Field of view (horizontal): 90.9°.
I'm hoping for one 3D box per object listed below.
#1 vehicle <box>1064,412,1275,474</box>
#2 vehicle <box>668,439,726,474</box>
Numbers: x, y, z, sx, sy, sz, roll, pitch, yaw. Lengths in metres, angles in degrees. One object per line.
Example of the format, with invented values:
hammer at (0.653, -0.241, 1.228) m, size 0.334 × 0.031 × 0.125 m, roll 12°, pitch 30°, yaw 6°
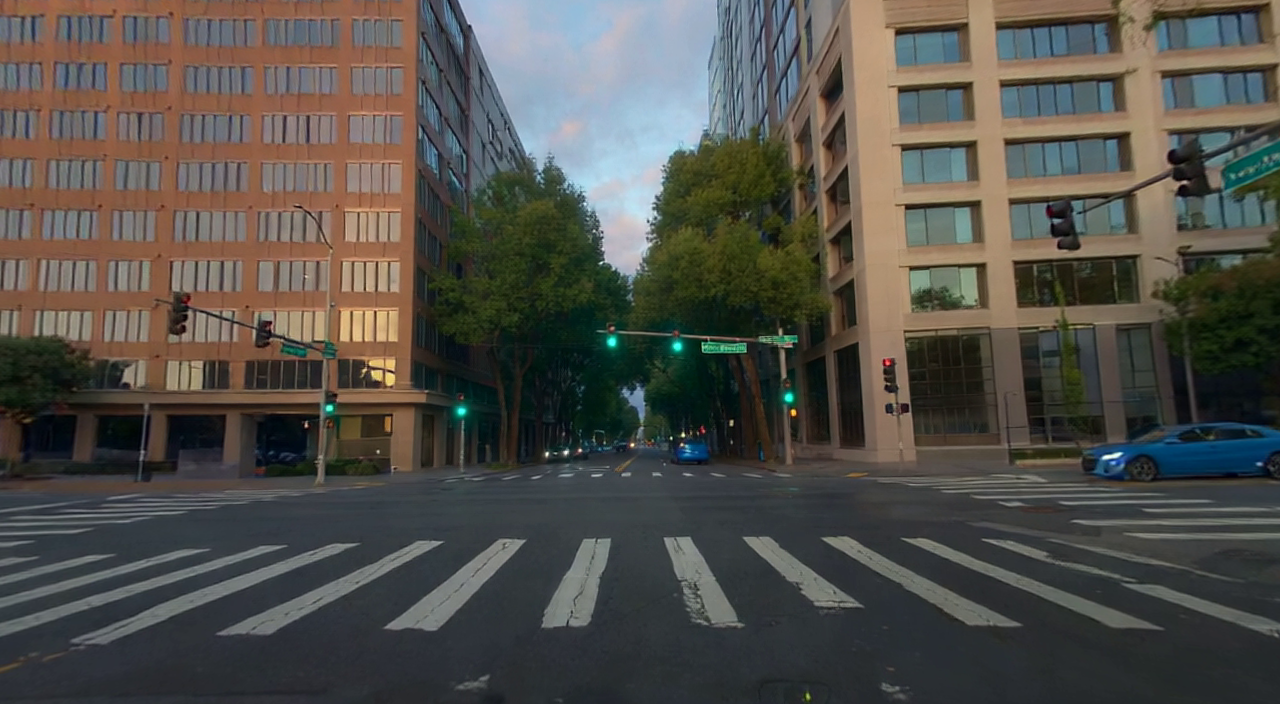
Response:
vehicle at (16.933, 2.944, 20.397) m, size 4.802 × 1.860 × 2.146 m, roll 0°, pitch -8°, yaw 1°
vehicle at (2.553, 4.804, 29.314) m, size 2.039 × 1.470 × 4.355 m, roll 0°, pitch -8°, yaw -3°
